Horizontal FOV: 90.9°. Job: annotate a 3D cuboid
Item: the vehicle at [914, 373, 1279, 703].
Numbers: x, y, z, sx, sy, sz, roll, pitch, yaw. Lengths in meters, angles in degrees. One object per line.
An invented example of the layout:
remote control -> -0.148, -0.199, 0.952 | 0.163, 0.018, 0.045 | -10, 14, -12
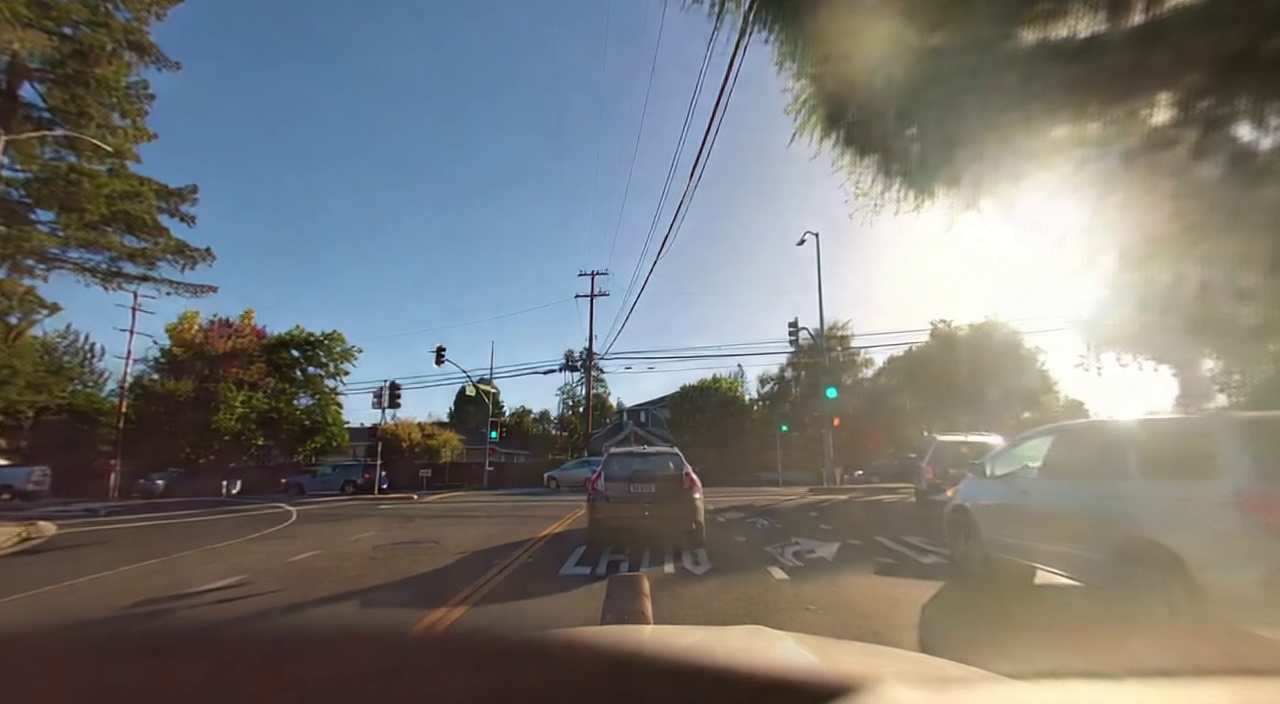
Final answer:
vehicle -> 4.585, 1.383, 5.941 | 2.095, 1.836, 4.895 | -1, -9, 4

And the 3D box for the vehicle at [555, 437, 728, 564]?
vehicle -> 0.060, 2.131, 9.890 | 2.078, 1.506, 4.512 | 0, -9, 1

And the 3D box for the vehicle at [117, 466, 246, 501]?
vehicle -> -21.074, 6.034, 29.059 | 4.736, 1.475, 1.921 | -2, -9, 9

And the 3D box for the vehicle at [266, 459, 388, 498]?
vehicle -> -13.879, 5.592, 28.065 | 4.485, 1.625, 1.980 | -2, -9, 10
